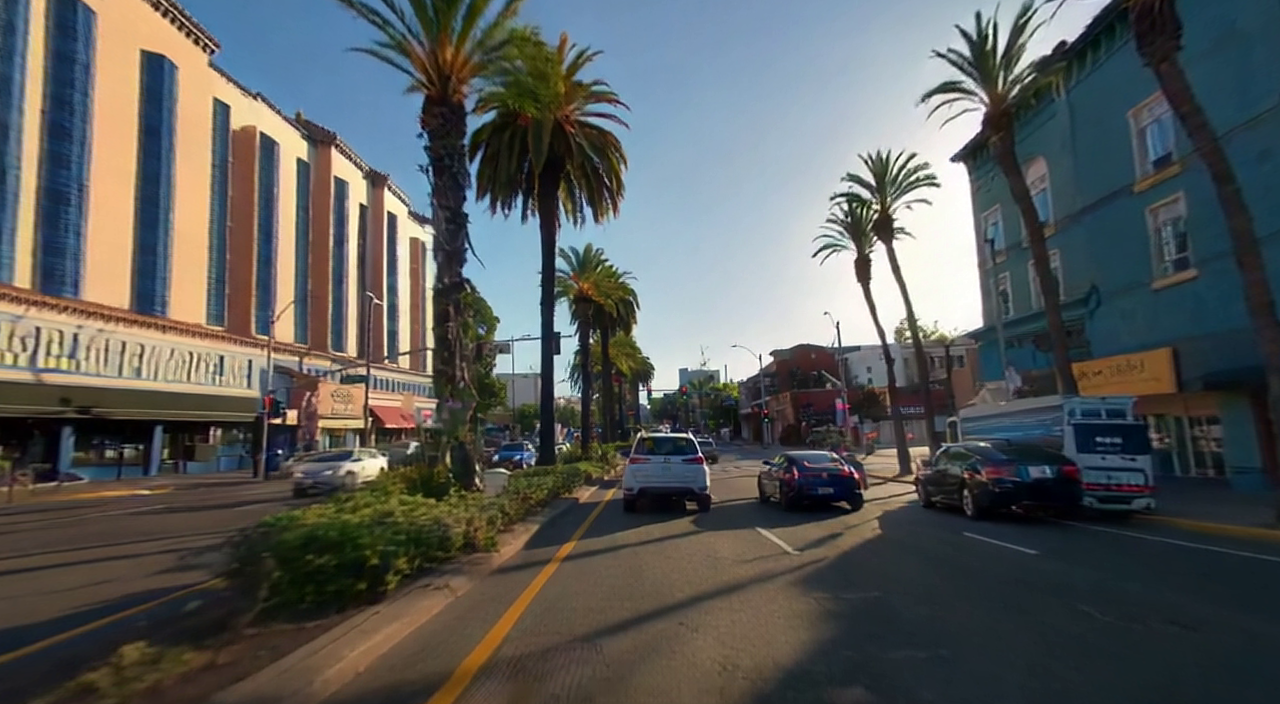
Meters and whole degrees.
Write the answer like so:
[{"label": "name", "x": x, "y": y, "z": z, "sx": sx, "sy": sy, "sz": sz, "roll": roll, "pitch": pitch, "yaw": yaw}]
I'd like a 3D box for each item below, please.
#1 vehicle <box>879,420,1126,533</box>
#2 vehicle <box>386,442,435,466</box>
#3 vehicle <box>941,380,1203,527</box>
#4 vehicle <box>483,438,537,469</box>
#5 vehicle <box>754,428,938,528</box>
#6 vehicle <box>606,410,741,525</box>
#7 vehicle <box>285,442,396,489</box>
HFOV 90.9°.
[{"label": "vehicle", "x": 7.395, "y": 2.603, "z": 13.816, "sx": 2.215, "sy": 1.973, "sz": 5.323, "roll": 0, "pitch": -9, "yaw": 0}, {"label": "vehicle", "x": -17.785, "y": 7.936, "z": 49.096, "sx": 1.965, "sy": 1.747, "sz": 4.461, "roll": 0, "pitch": -9, "yaw": 2}, {"label": "vehicle", "x": 10.519, "y": 2.384, "z": 16.229, "sx": 2.663, "sy": 3.061, "sz": 5.602, "roll": -1, "pitch": -5, "yaw": -1}, {"label": "vehicle", "x": -7.677, "y": 6.043, "z": 37.682, "sx": 2.050, "sy": 1.725, "sz": 4.677, "roll": 0, "pitch": -9, "yaw": 3}, {"label": "vehicle", "x": 4.066, "y": 2.588, "z": 13.579, "sx": 2.283, "sy": 1.738, "sz": 4.916, "roll": 0, "pitch": -9, "yaw": 0}, {"label": "vehicle", "x": 0.663, "y": 2.561, "z": 14.521, "sx": 2.487, "sy": 2.115, "sz": 5.444, "roll": 0, "pitch": -9, "yaw": 1}, {"label": "vehicle", "x": -11.670, "y": 4.438, "z": 24.956, "sx": 2.134, "sy": 1.699, "sz": 4.342, "roll": 0, "pitch": -9, "yaw": 2}]
